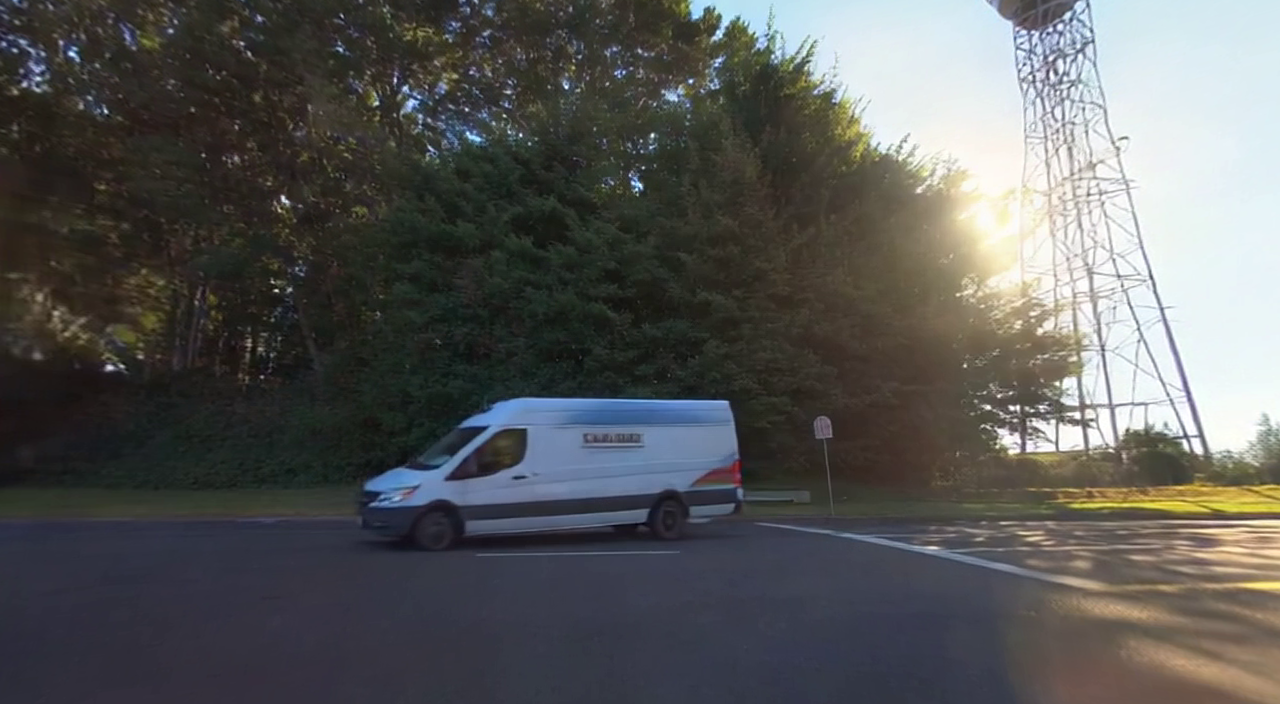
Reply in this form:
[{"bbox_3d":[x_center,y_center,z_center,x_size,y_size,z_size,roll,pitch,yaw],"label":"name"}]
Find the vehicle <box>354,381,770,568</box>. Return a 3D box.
[{"bbox_3d":[-1.151,1.875,10.175,5.923,2.424,2.247,2,-9,-16],"label":"vehicle"}]
